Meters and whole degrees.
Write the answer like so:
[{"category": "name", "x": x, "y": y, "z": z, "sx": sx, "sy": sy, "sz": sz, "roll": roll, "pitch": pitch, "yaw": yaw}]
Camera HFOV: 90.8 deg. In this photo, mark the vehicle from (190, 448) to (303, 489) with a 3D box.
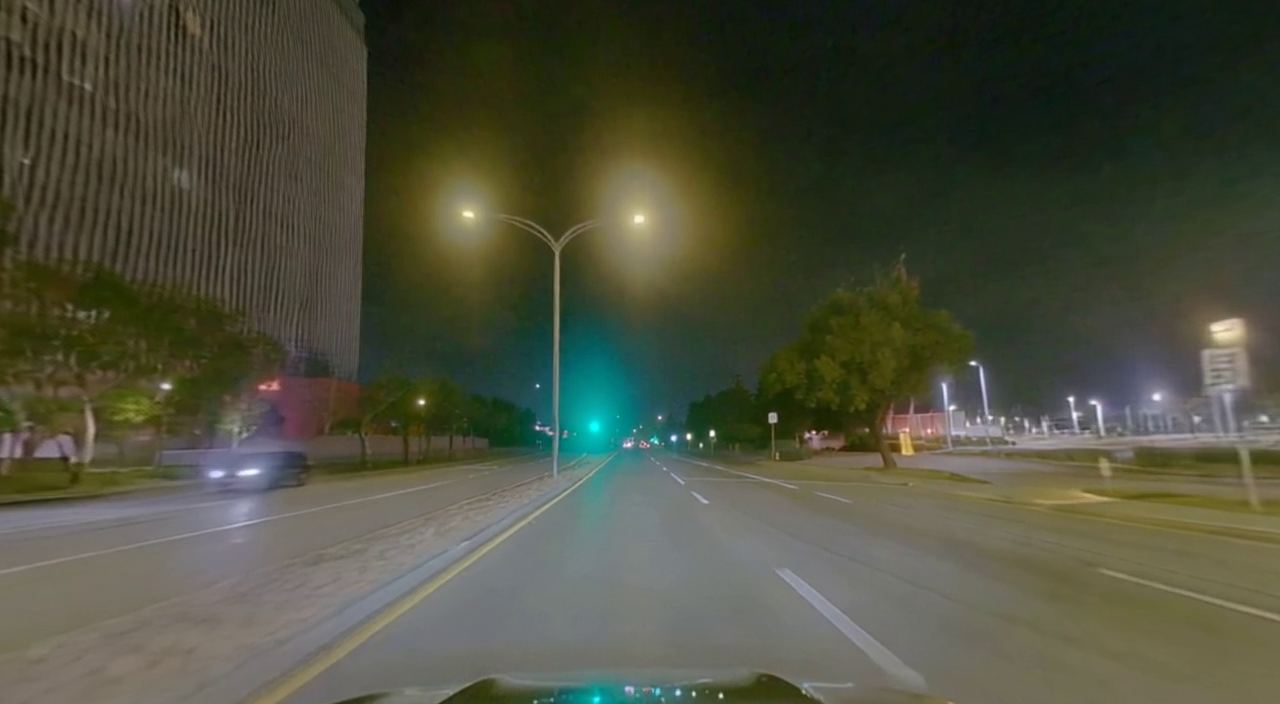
[{"category": "vehicle", "x": -16.163, "y": 4.780, "z": 26.283, "sx": 1.908, "sy": 1.492, "sz": 4.285, "roll": 0, "pitch": -9, "yaw": 0}]
